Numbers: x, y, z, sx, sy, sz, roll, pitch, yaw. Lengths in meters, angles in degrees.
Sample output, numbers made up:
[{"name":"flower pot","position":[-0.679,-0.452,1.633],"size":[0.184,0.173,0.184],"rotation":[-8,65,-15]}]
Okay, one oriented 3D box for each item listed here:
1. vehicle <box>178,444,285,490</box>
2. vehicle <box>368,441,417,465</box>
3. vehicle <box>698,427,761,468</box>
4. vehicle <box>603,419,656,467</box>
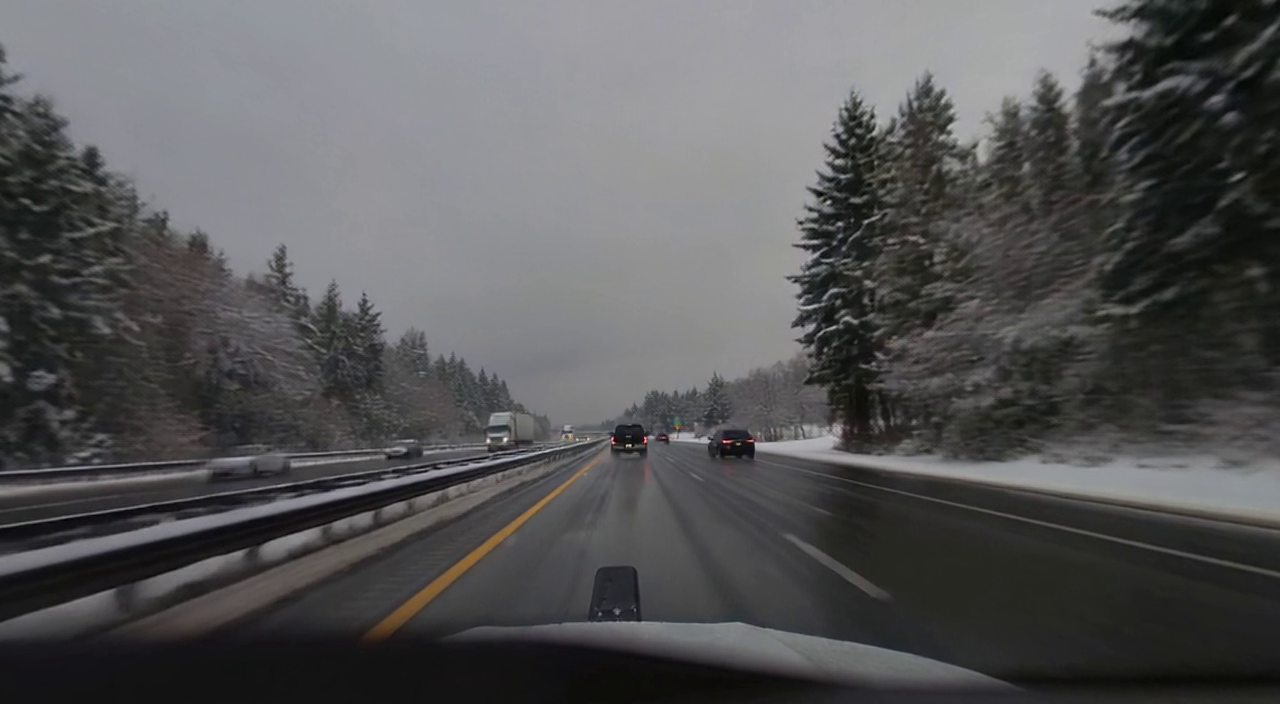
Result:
[{"name":"vehicle","position":[-15.178,4.244,23.641],"size":[1.764,1.465,3.584],"rotation":[-1,-8,-3]},{"name":"vehicle","position":[-17.120,7.013,43.780],"size":[1.859,1.540,4.165],"rotation":[0,-8,-2]},{"name":"vehicle","position":[3.727,4.040,26.875],"size":[1.981,1.606,3.956],"rotation":[0,-8,-2]},{"name":"vehicle","position":[-0.515,4.216,29.359],"size":[2.270,2.044,4.633],"rotation":[0,-8,-1]}]
